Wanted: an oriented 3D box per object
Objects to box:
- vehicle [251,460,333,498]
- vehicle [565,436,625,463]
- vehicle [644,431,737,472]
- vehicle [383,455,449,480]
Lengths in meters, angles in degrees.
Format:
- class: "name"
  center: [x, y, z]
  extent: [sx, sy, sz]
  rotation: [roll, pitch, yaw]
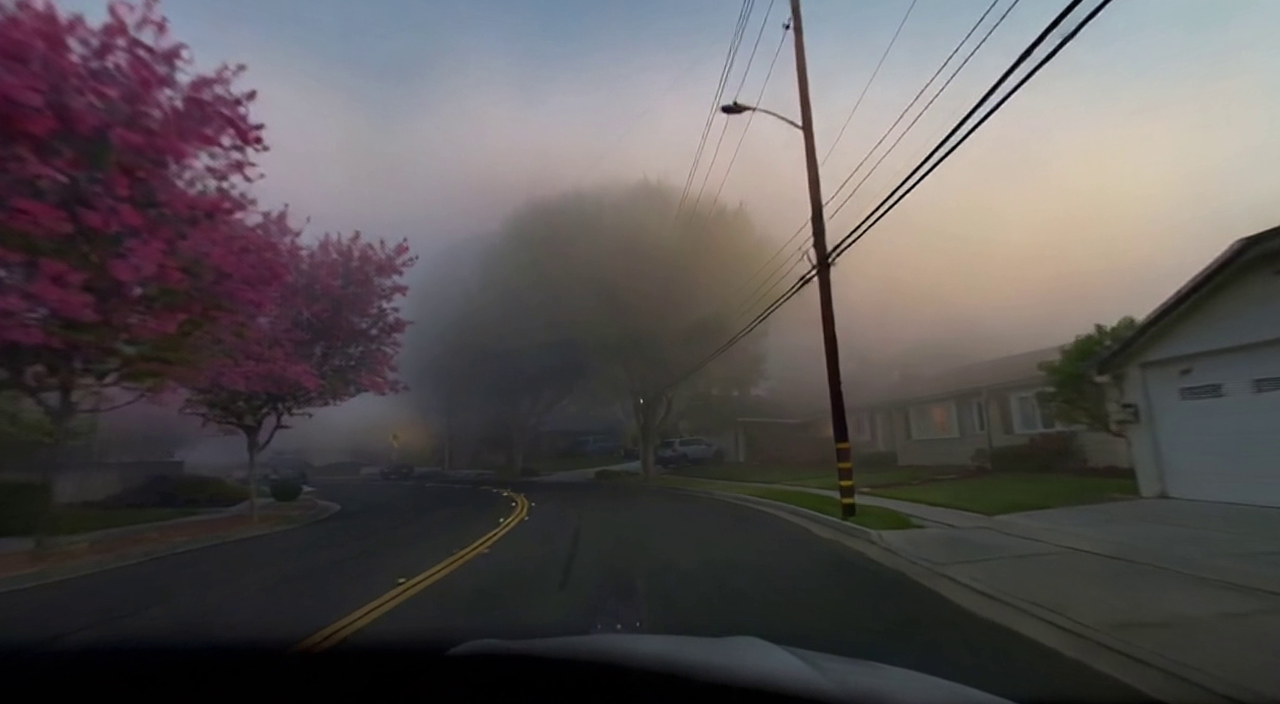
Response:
- class: "vehicle"
  center: [-17.232, 6.216, 31.257]
  extent: [3.897, 1.493, 1.942]
  rotation: [-4, -7, 34]
- class: "vehicle"
  center: [-3.213, 7.059, 45.783]
  extent: [2.043, 1.819, 4.476]
  rotation: [-6, -10, 33]
- class: "vehicle"
  center: [2.685, 5.239, 33.418]
  extent: [4.459, 1.738, 1.930]
  rotation: [-1, -8, -28]
- class: "vehicle"
  center: [-14.651, 7.510, 41.238]
  extent: [4.019, 1.484, 1.978]
  rotation: [-6, -10, 33]
